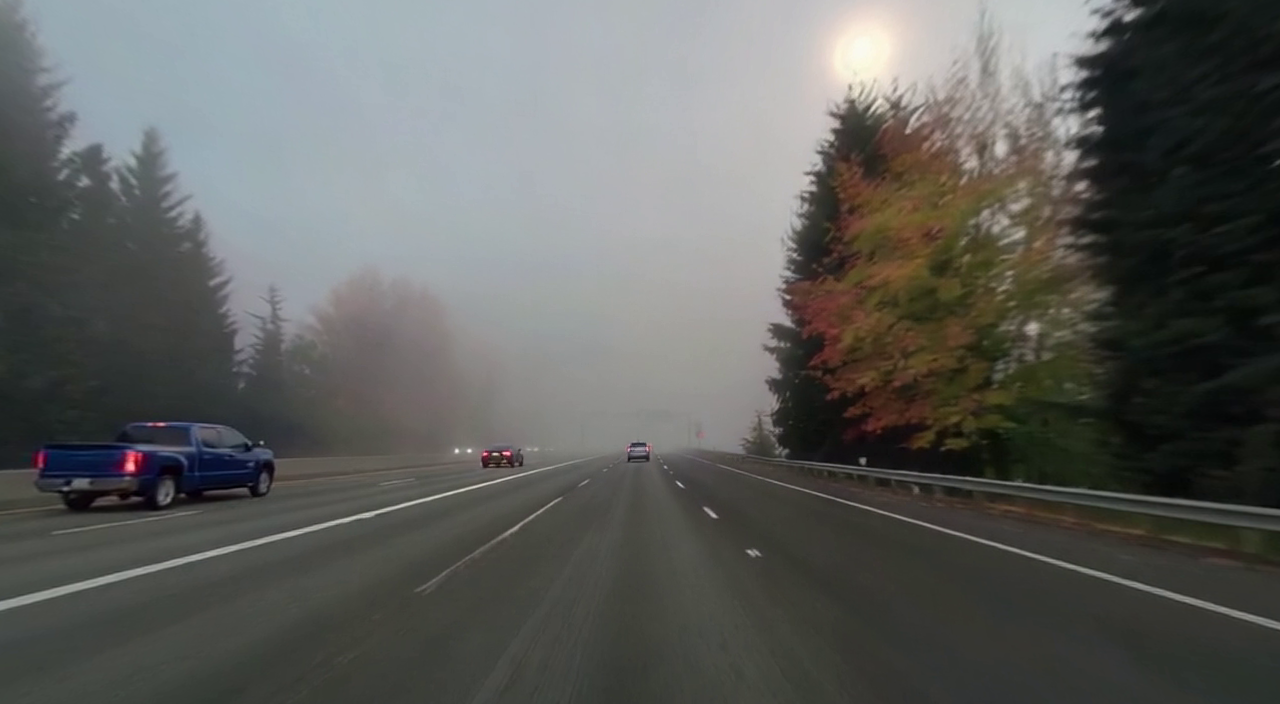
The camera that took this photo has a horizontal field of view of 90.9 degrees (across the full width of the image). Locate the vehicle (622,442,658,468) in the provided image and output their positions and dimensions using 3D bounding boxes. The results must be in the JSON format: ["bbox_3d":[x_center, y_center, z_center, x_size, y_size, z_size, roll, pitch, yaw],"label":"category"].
[{"bbox_3d":[0.056,6.102,37.511,1.984,1.471,4.202,0,-8,2],"label":"vehicle"}]

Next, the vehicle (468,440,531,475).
[{"bbox_3d":[-6.542,4.949,29.840,1.919,1.499,4.234,0,-8,1],"label":"vehicle"}]

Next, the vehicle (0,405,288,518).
[{"bbox_3d":[-10.774,2.349,14.065,2.347,1.984,5.778,0,-8,2],"label":"vehicle"}]
